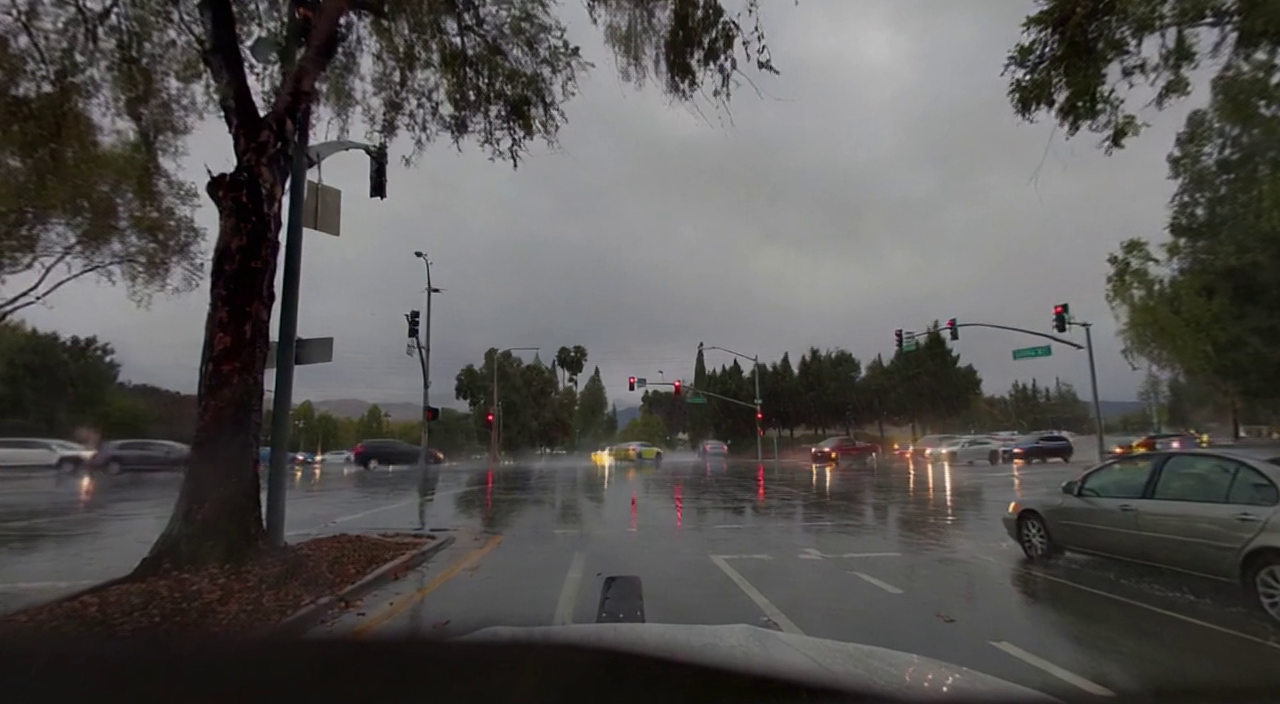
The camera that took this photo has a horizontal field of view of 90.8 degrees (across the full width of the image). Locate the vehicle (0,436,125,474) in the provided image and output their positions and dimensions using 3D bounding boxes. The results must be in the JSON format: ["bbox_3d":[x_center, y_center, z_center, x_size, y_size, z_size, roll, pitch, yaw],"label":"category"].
[{"bbox_3d":[-24.854,4.274,26.360,4.709,1.514,1.985,3,-9,-16],"label":"vehicle"}]

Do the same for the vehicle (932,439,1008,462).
[{"bbox_3d":[22.486,6.692,43.056,4.533,1.471,1.772,2,-9,-15],"label":"vehicle"}]

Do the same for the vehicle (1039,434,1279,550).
[{"bbox_3d":[9.290,2.239,10.701,1.993,1.505,4.721,3,-9,0],"label":"vehicle"}]

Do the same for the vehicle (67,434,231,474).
[{"bbox_3d":[-19.357,4.046,25.201,4.671,1.465,1.934,3,-9,-18],"label":"vehicle"}]

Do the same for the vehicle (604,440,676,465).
[{"bbox_3d":[0.060,6.270,39.620,1.935,1.476,4.849,-6,-11,37],"label":"vehicle"}]

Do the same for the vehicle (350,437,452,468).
[{"bbox_3d":[-12.421,5.225,32.906,4.580,1.472,1.891,6,-10,-35],"label":"vehicle"}]

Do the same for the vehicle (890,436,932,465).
[{"bbox_3d":[15.549,5.629,36.295,2.001,1.561,4.481,-4,-9,23],"label":"vehicle"}]
